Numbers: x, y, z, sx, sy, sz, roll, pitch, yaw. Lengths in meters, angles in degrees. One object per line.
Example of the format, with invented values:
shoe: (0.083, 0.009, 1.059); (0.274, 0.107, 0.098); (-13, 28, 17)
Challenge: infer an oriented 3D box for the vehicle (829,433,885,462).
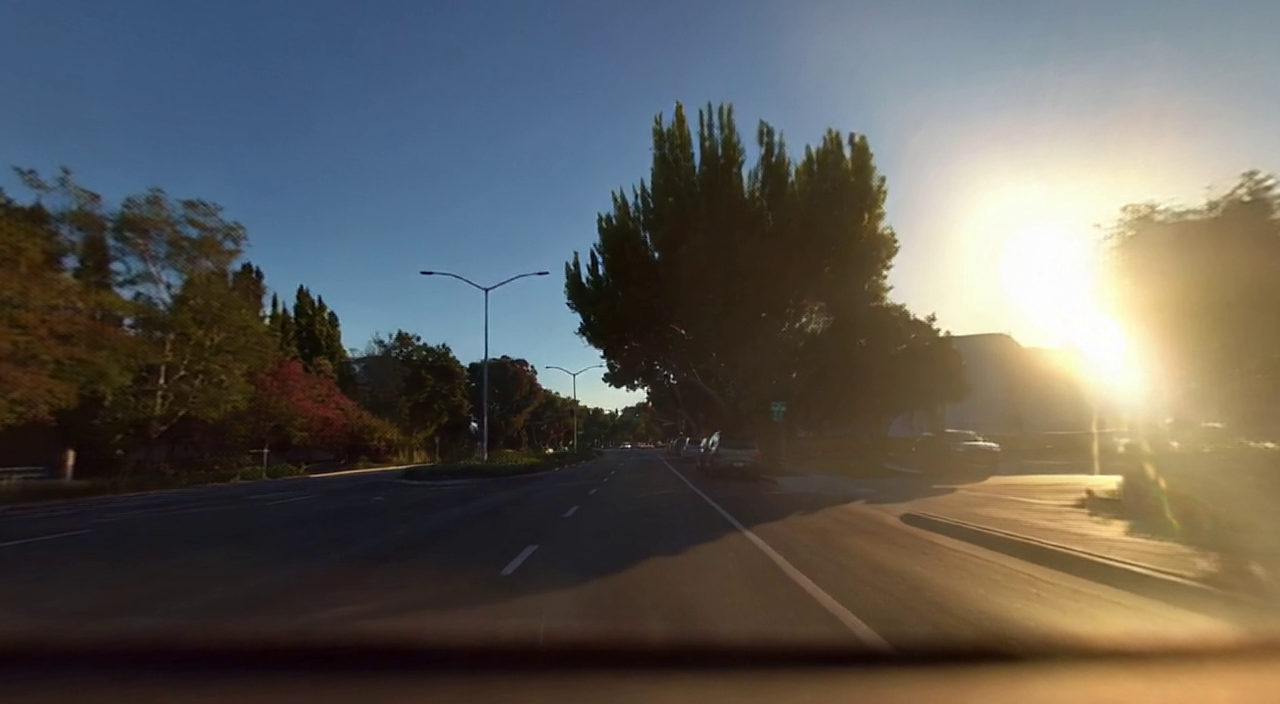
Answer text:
vehicle: (14.439, 6.368, 42.271); (2.227, 1.720, 4.959); (1, -8, 3)

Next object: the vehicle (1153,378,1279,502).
vehicle: (11.180, 1.298, 9.340); (2.197, 1.923, 5.799); (0, -8, -1)

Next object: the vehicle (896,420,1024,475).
vehicle: (11.434, 3.467, 22.967); (2.220, 1.798, 4.427); (0, -8, -1)

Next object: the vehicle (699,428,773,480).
vehicle: (3.668, 3.965, 24.851); (2.144, 1.848, 4.159); (0, -8, -1)
